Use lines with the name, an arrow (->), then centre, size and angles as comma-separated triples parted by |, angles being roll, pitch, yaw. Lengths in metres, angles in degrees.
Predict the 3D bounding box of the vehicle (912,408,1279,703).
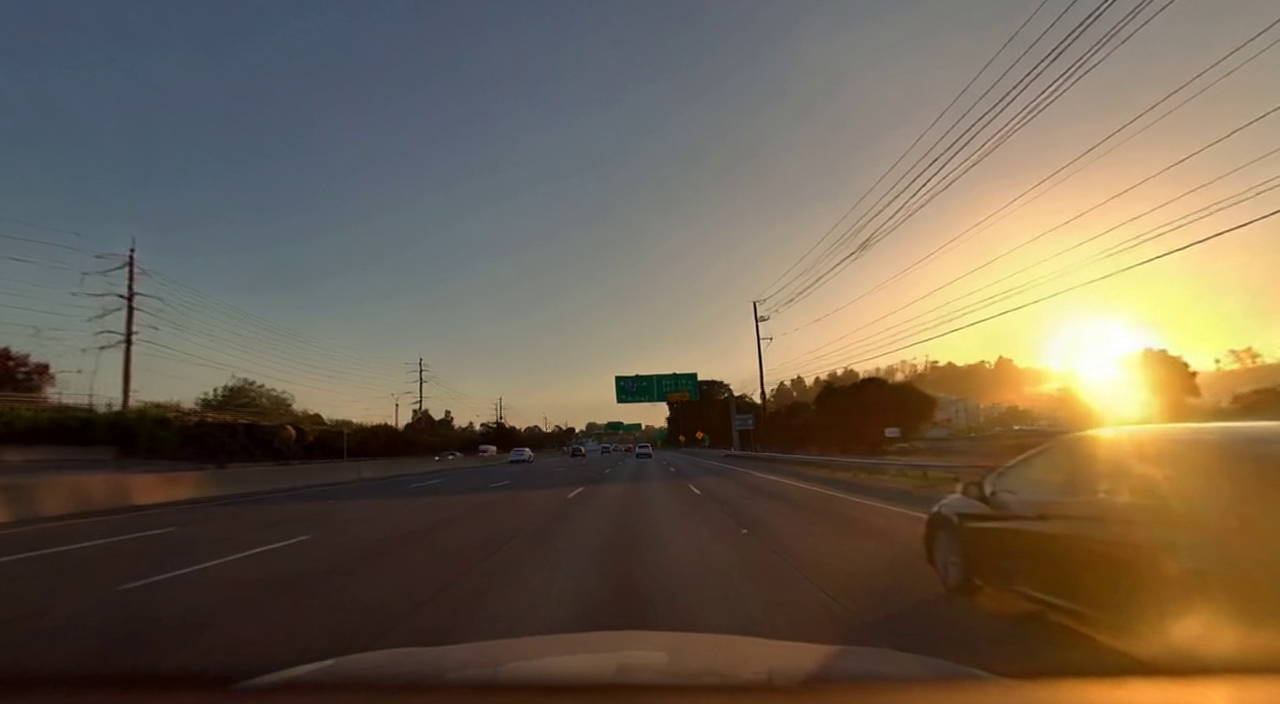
vehicle -> 3.502, 1.134, 3.431 | 2.060, 1.526, 4.387 | 0, -8, 0

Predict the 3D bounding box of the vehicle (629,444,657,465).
vehicle -> 0.215, 7.806, 48.227 | 2.036, 1.474, 3.969 | 0, -8, 0
